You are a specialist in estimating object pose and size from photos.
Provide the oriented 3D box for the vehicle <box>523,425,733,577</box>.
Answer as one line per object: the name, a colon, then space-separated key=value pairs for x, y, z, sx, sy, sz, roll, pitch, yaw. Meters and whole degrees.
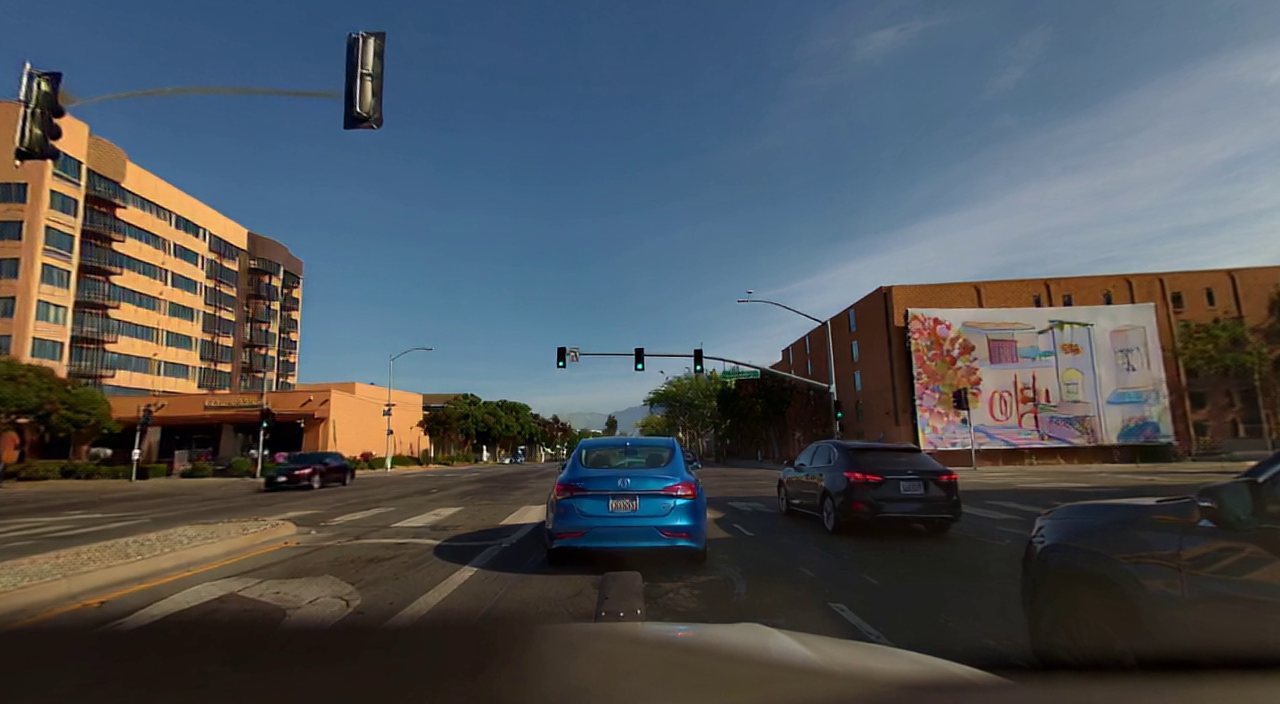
vehicle: x=-0.138 y=1.788 z=8.348 sx=2.095 sy=1.502 sz=3.873 roll=0 pitch=-8 yaw=0

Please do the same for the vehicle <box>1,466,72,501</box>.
vehicle: x=-27.999 y=6.081 z=29.449 sx=1.972 sy=1.433 sz=4.324 roll=8 pitch=-12 yaw=-39

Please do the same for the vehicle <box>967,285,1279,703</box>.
vehicle: x=3.012 y=0.633 z=1.576 sx=2.047 sy=1.785 sz=4.357 roll=0 pitch=-8 yaw=0

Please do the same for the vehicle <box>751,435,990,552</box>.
vehicle: x=3.221 y=2.065 z=10.009 sx=2.009 sy=1.414 sz=4.416 roll=0 pitch=-8 yaw=-2

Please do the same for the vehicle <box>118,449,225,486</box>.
vehicle: x=-27.480 y=6.759 z=37.358 sx=2.300 sy=1.932 sz=5.056 roll=-1 pitch=-8 yaw=2

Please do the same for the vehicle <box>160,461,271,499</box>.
vehicle: x=-19.075 y=5.766 z=28.701 sx=1.942 sy=1.453 sz=4.448 roll=0 pitch=-8 yaw=0

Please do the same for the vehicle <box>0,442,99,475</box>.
vehicle: x=-35.727 y=6.331 z=37.715 sx=2.145 sy=1.797 sz=5.198 roll=-1 pitch=-9 yaw=1

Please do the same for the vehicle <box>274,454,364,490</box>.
vehicle: x=-14.638 y=5.449 z=29.097 sx=1.817 sy=1.442 sz=4.371 roll=0 pitch=-8 yaw=0
